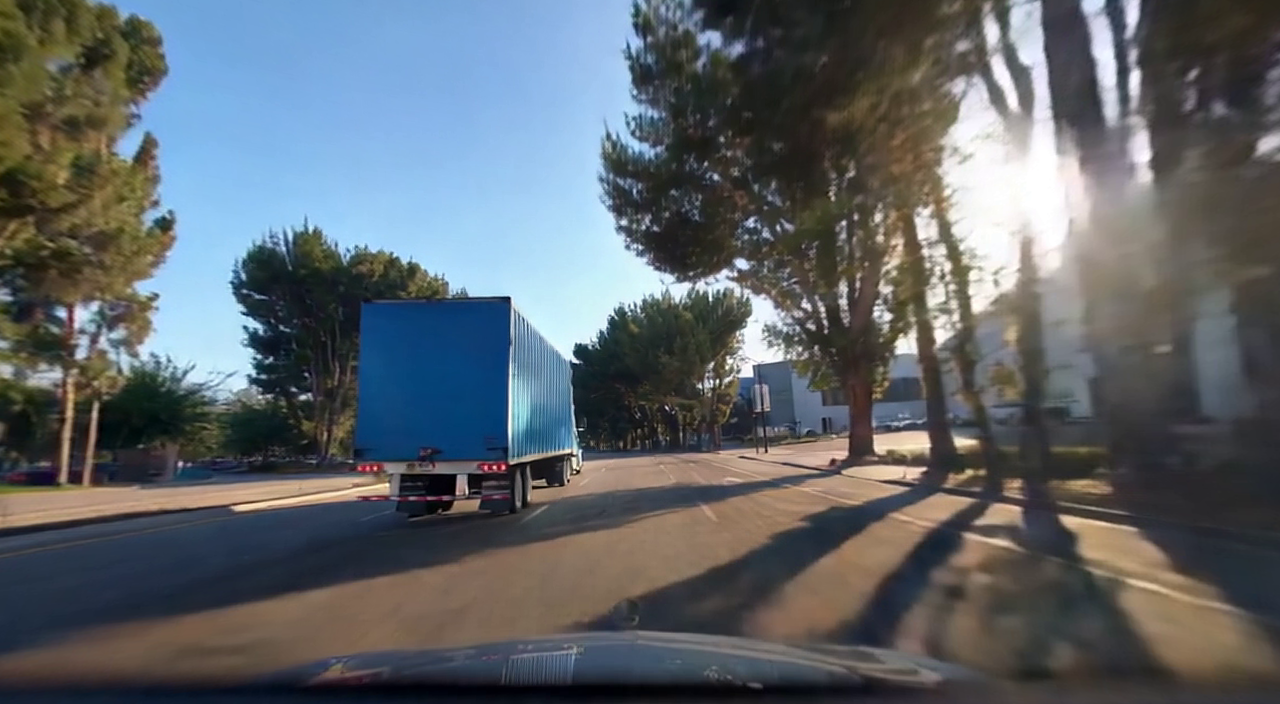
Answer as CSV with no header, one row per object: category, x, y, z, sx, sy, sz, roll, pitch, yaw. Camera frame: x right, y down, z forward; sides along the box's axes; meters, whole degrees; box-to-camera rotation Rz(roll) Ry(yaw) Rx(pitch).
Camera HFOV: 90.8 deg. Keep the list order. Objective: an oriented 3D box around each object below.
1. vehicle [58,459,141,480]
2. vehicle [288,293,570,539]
vehicle,-42.083,9.141,49.212,4.562,1.524,1.985,0,-8,-1
vehicle,-3.363,1.446,13.009,2.910,3.419,8.376,0,-8,0
